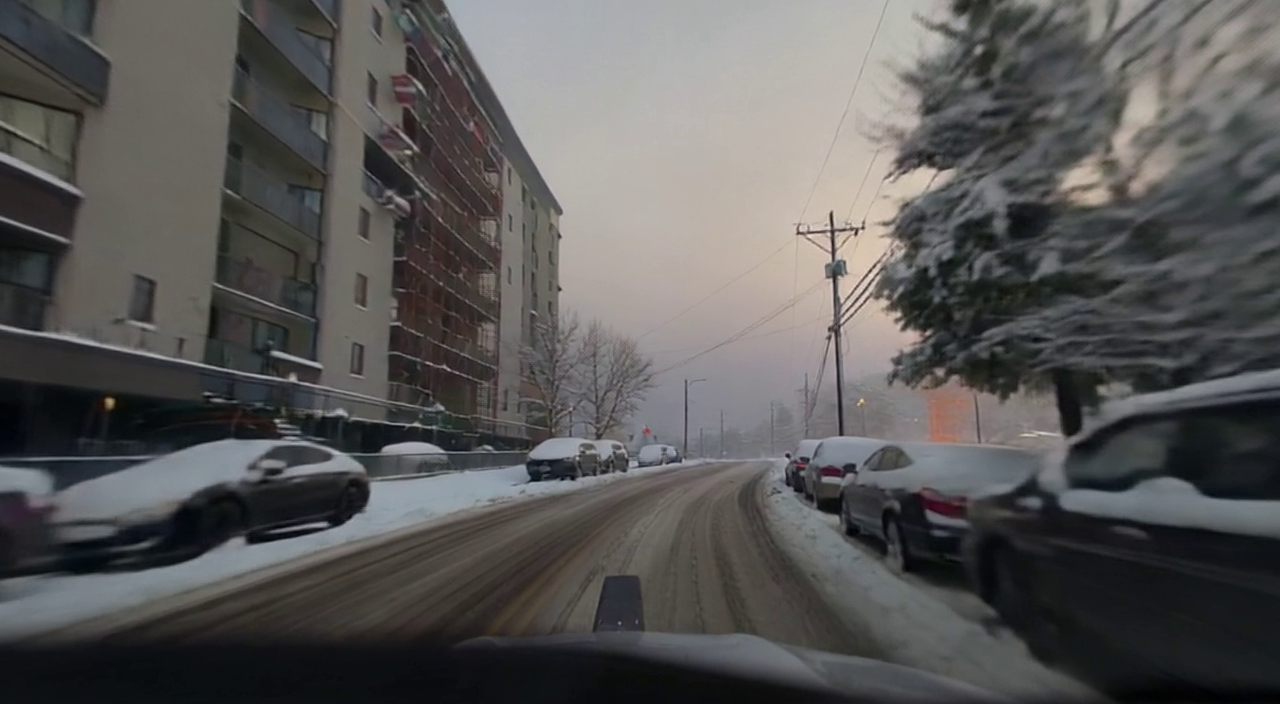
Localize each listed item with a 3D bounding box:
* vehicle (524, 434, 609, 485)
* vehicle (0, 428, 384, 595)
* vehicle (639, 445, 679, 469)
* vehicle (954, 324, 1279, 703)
[{"bbox_3d":[-2.884,4.382,25.944,1.953,1.871,4.712,-2,-9,13],"label":"vehicle"},{"bbox_3d":[-5.654,1.896,8.506,1.966,1.568,4.705,-1,-9,7],"label":"vehicle"},{"bbox_3d":[1.414,7.529,45.449,1.998,1.633,4.673,-2,-9,12],"label":"vehicle"},{"bbox_3d":[3.814,0.901,2.638,2.184,2.035,5.422,0,-9,0],"label":"vehicle"}]
